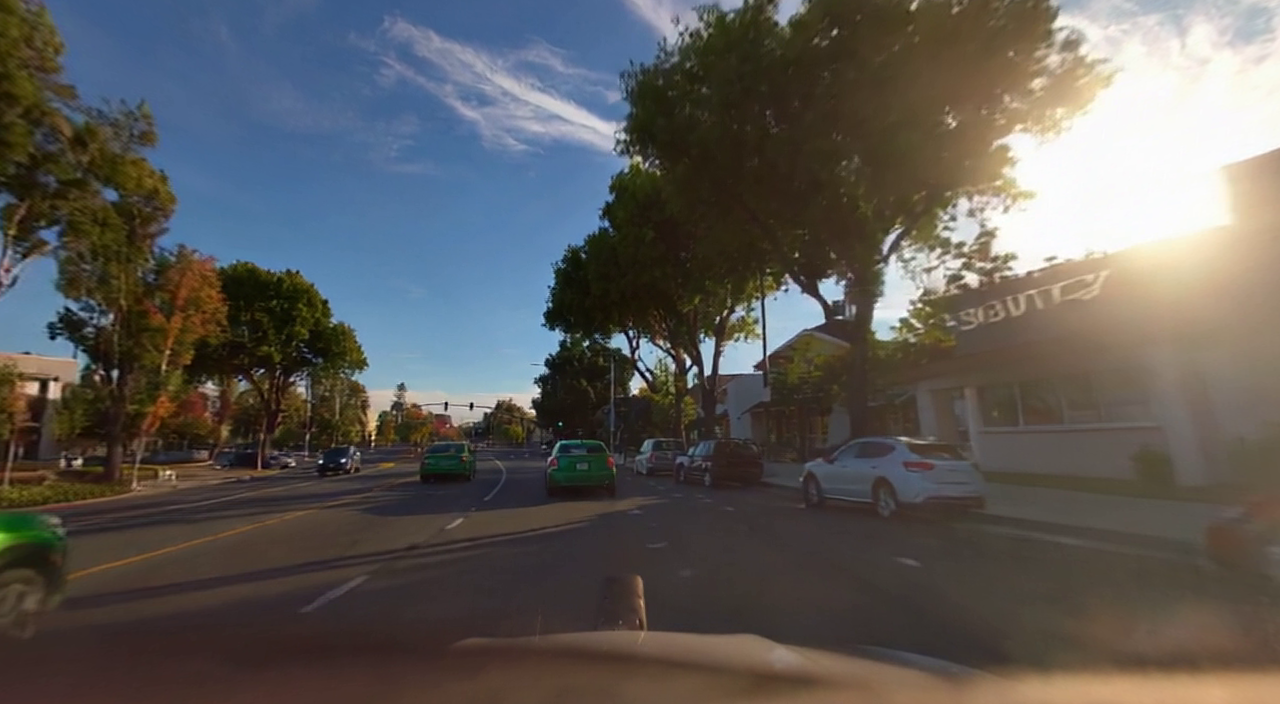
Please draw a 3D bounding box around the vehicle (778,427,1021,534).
[{"bbox_3d":[4.352,2.209,11.473,1.905,1.537,4.276,2,-9,-13],"label":"vehicle"}]

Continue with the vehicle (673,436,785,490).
[{"bbox_3d":[2.603,3.418,19.809,1.867,1.489,4.694,2,-9,-13],"label":"vehicle"}]

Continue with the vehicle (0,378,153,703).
[{"bbox_3d":[-4.272,0.803,1.895,2.065,1.714,4.570,0,-8,-3],"label":"vehicle"}]

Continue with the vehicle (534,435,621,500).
[{"bbox_3d":[-1.754,3.019,16.959,2.001,1.483,4.442,1,-8,-8],"label":"vehicle"}]

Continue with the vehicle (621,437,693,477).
[{"bbox_3d":[0.620,4.473,27.120,1.911,1.534,4.599,2,-9,-14],"label":"vehicle"}]

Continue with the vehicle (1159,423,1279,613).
[{"bbox_3d":[6.283,1.081,3.523,2.038,1.446,4.896,2,-9,-12],"label":"vehicle"}]

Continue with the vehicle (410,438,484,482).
[{"bbox_3d":[-7.217,4.066,24.051,2.105,1.477,4.857,1,-9,-10],"label":"vehicle"}]
